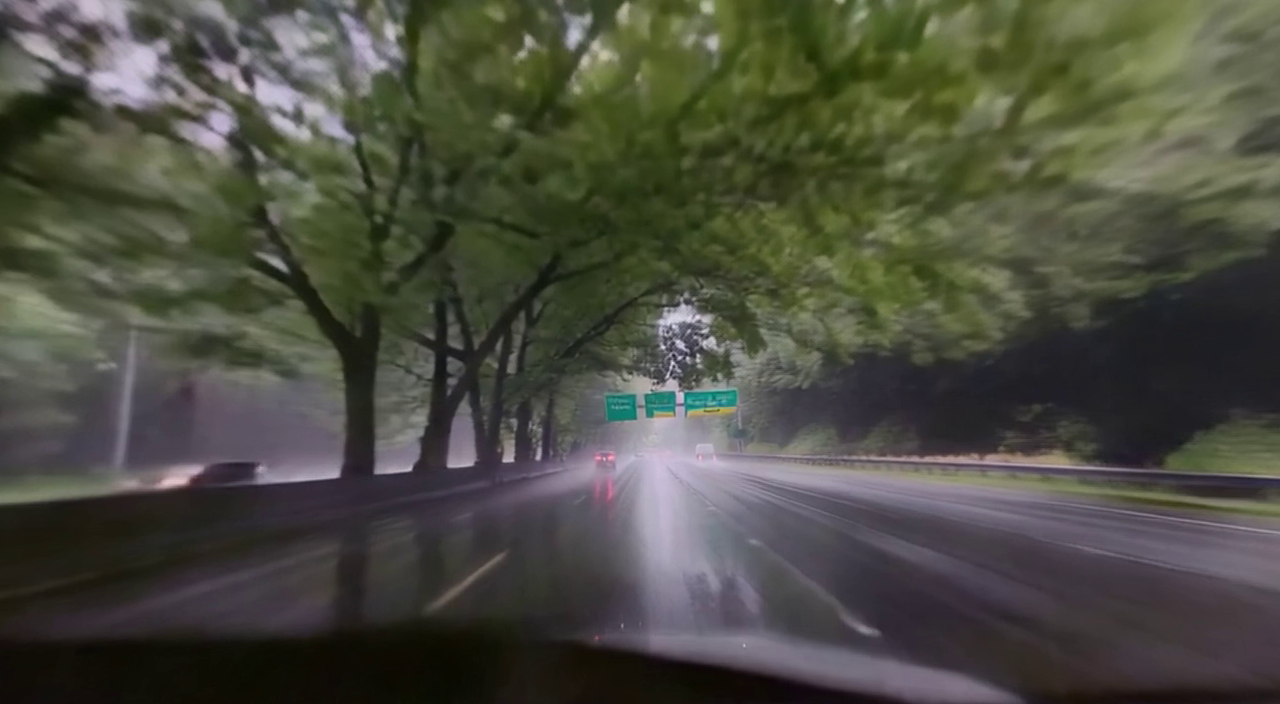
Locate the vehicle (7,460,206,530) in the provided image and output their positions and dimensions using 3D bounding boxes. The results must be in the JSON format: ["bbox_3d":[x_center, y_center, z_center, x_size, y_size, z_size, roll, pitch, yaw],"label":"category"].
[{"bbox_3d":[-13.577,3.607,16.394,1.828,1.497,3.761,0,-9,0],"label":"vehicle"}]
